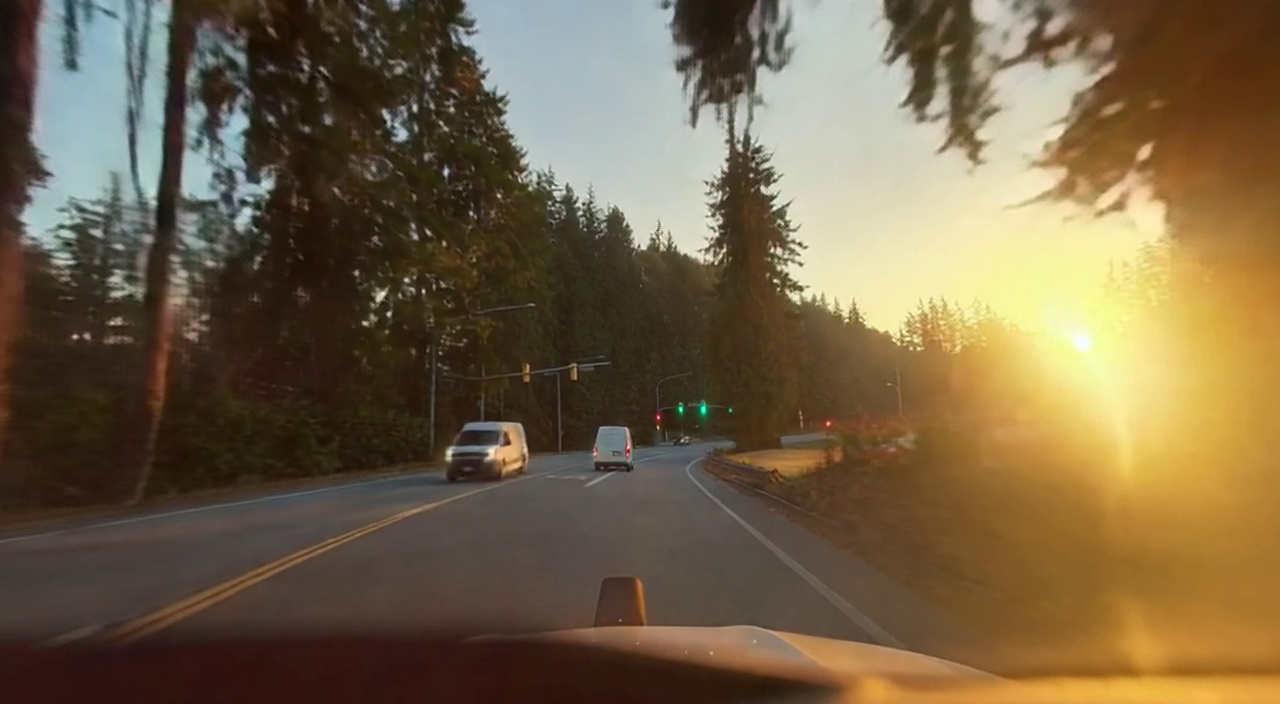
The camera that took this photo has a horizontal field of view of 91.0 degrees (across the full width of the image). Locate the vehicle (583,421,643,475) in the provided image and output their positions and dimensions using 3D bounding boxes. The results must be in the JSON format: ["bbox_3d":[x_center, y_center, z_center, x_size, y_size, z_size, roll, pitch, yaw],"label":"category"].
[{"bbox_3d":[-1.110,4.335,28.608,2.362,2.185,5.212,0,-8,1],"label":"vehicle"}]

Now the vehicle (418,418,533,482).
[{"bbox_3d":[-5.647,3.486,22.579,2.295,1.981,5.836,0,-8,3],"label":"vehicle"}]
